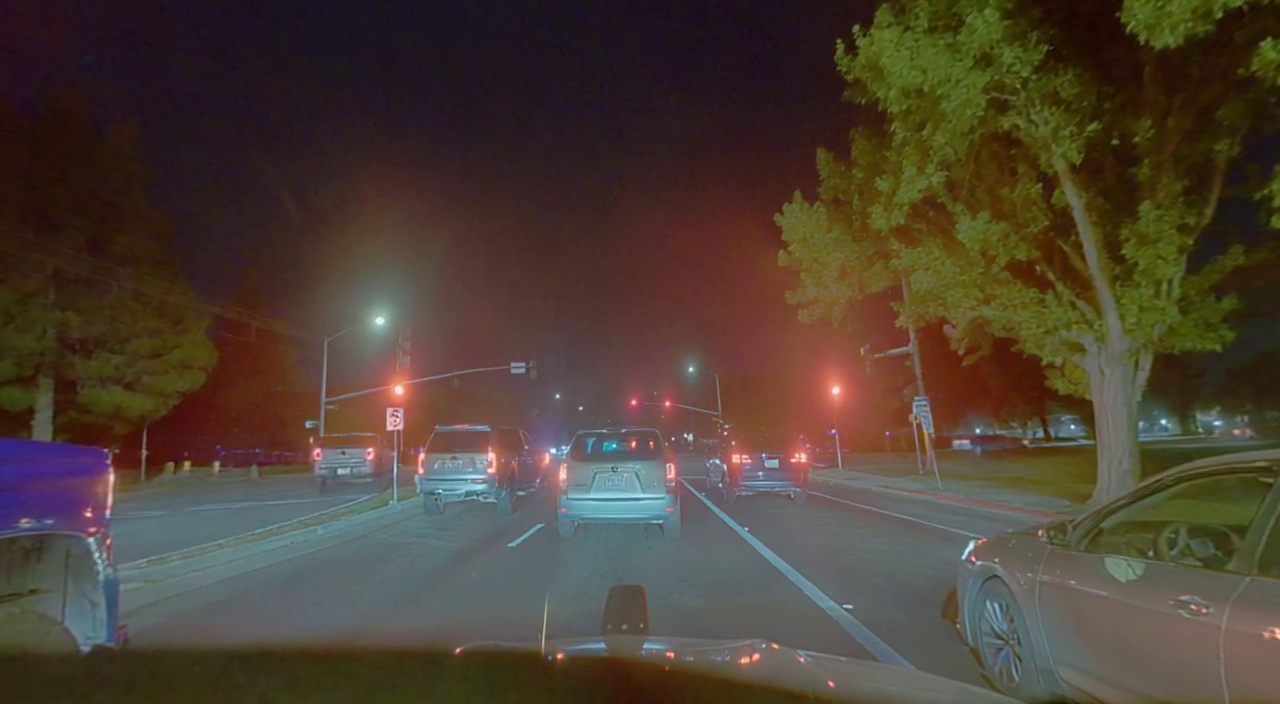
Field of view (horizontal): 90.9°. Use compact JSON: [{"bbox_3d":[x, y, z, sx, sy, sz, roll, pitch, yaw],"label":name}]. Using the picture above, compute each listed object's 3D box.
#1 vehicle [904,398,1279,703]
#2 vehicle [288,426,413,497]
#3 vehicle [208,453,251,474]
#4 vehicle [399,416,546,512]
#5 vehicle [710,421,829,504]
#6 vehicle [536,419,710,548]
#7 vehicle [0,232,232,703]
[{"bbox_3d":[3.009,0.963,2.517,1.874,1.477,4.698,0,-8,0],"label":"vehicle"},{"bbox_3d":[-8.248,3.141,18.527,2.088,1.787,4.728,1,-9,-9],"label":"vehicle"},{"bbox_3d":[-31.342,8.478,48.031,1.950,1.431,4.198,8,-12,-42],"label":"vehicle"},{"bbox_3d":[-3.631,2.526,14.656,2.089,1.857,4.488,0,-8,1],"label":"vehicle"},{"bbox_3d":[3.132,2.800,16.376,2.102,1.841,4.587,0,-8,0],"label":"vehicle"},{"bbox_3d":[-0.223,1.934,9.881,2.194,1.607,3.690,0,-8,0],"label":"vehicle"},{"bbox_3d":[-3.482,0.356,0.316,2.656,2.021,5.800,0,-8,0],"label":"vehicle"}]
